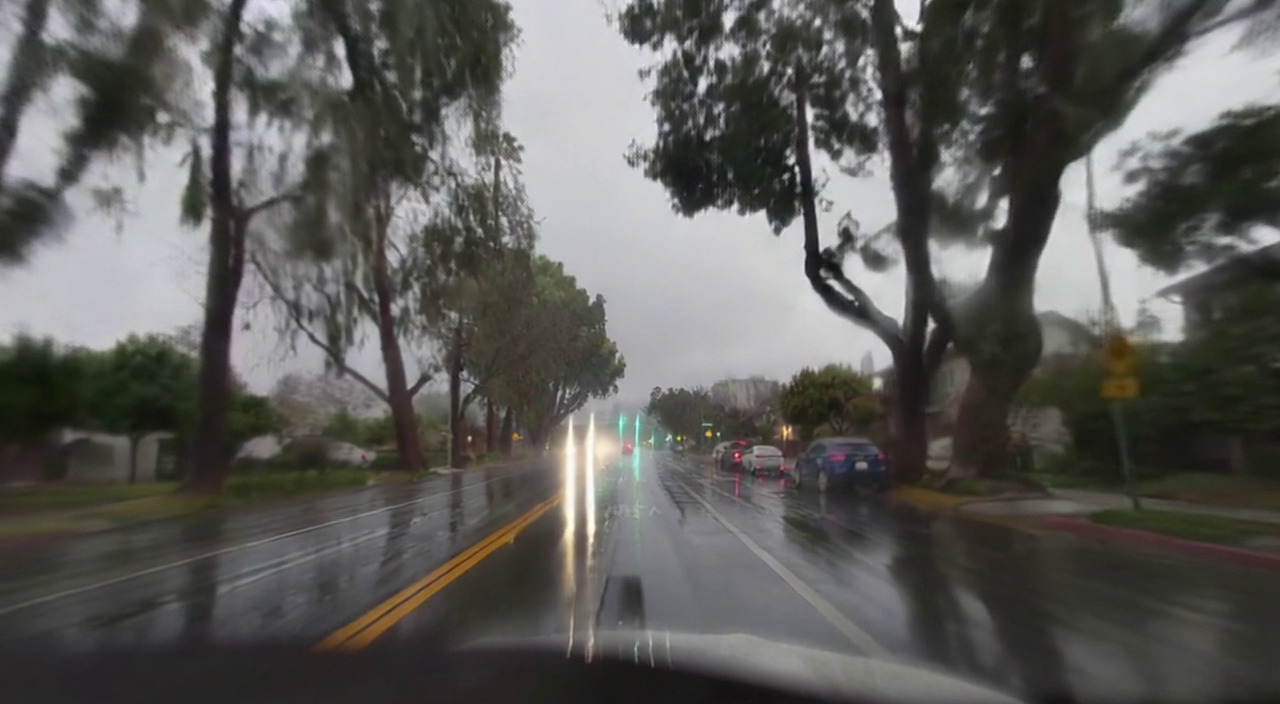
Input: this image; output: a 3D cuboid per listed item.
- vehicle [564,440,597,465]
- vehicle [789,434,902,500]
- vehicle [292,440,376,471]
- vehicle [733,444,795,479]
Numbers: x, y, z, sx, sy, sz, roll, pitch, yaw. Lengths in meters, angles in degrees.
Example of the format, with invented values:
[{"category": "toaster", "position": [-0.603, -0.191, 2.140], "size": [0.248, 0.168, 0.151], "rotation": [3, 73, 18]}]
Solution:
[{"category": "vehicle", "position": [-4.603, 7.854, 49.738], "size": [2.050, 1.841, 5.290], "rotation": [0, -8, 0]}, {"category": "vehicle", "position": [6.553, 3.692, 20.757], "size": [2.099, 1.878, 4.476], "rotation": [0, -8, -1]}, {"category": "vehicle", "position": [-21.189, 7.174, 43.930], "size": [4.461, 2.065, 2.574], "rotation": [0, -8, -2]}, {"category": "vehicle", "position": [6.281, 5.565, 32.484], "size": [2.226, 1.682, 4.461], "rotation": [0, -8, -1]}]
